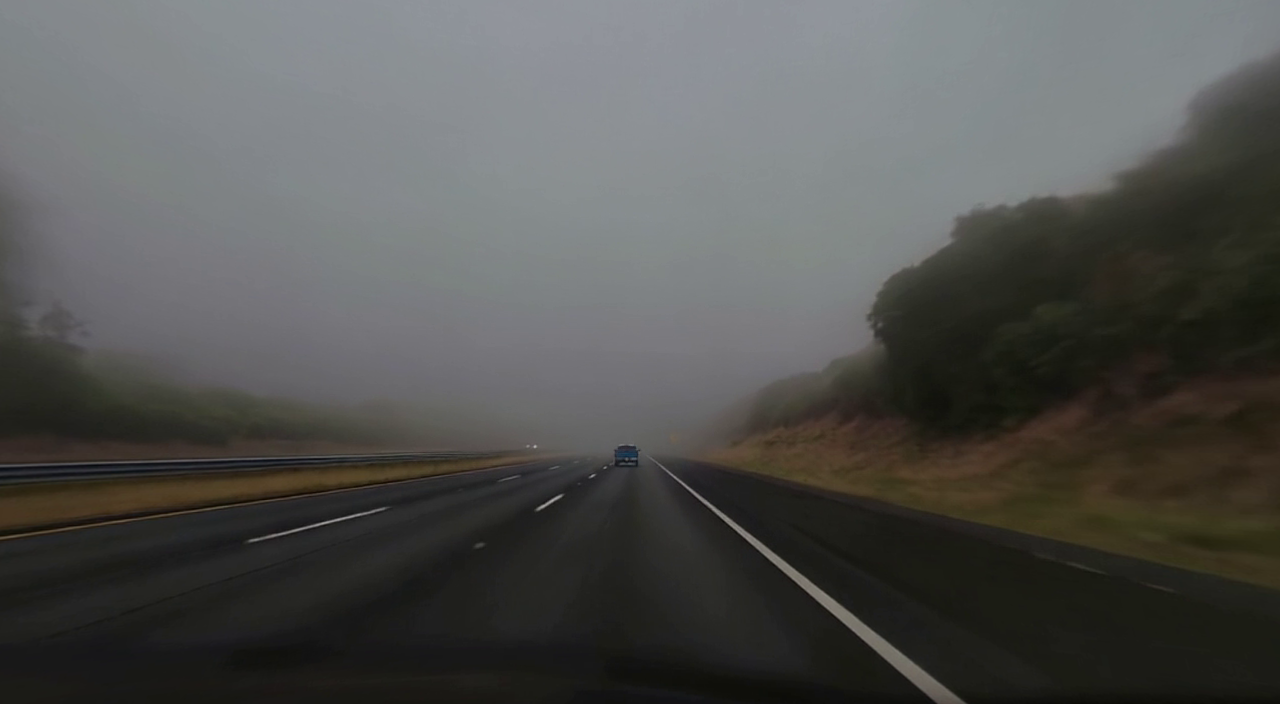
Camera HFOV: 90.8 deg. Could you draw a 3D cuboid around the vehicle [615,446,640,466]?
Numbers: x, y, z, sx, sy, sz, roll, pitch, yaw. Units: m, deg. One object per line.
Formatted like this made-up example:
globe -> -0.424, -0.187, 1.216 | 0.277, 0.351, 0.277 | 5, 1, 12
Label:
vehicle -> -0.947, 8.090, 49.206 | 1.891, 1.456, 3.806 | 0, -9, 0
